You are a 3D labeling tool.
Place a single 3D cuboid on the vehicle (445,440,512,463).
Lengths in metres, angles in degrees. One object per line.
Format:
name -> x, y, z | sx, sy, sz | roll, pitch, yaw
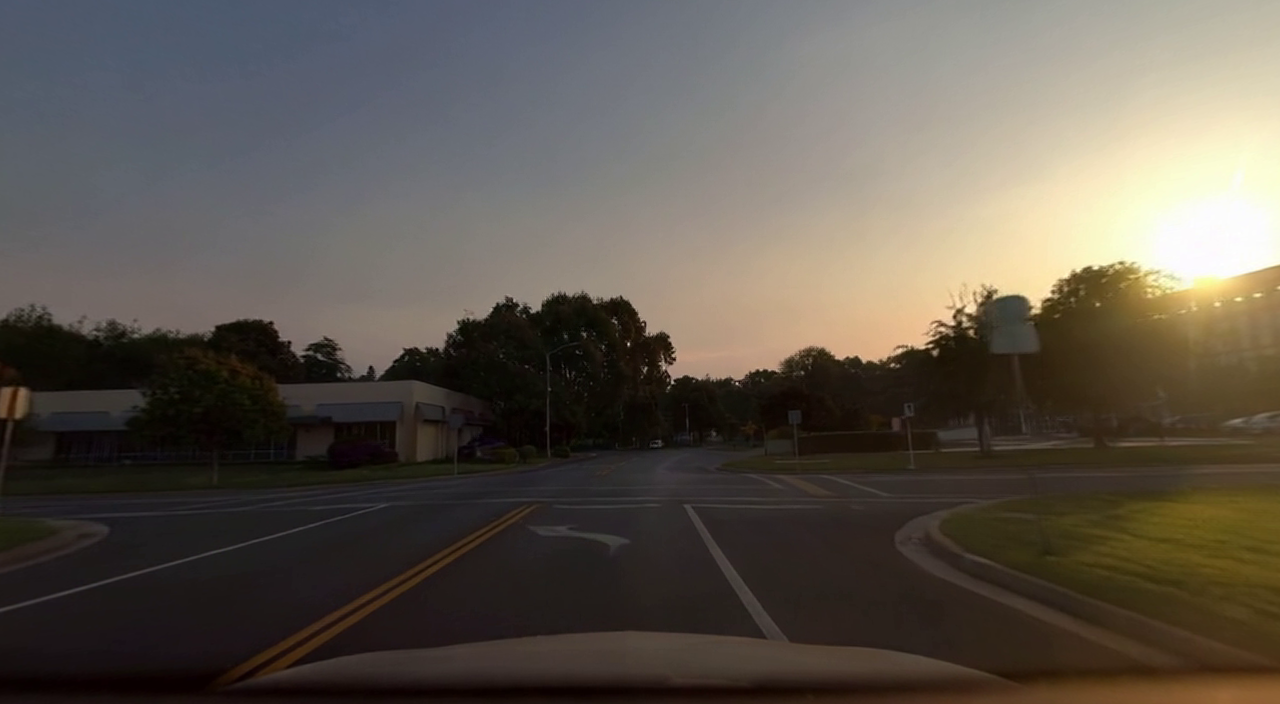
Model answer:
vehicle -> -12.679, 7.816, 49.685 | 4.702, 1.761, 1.978 | 0, -8, 3
